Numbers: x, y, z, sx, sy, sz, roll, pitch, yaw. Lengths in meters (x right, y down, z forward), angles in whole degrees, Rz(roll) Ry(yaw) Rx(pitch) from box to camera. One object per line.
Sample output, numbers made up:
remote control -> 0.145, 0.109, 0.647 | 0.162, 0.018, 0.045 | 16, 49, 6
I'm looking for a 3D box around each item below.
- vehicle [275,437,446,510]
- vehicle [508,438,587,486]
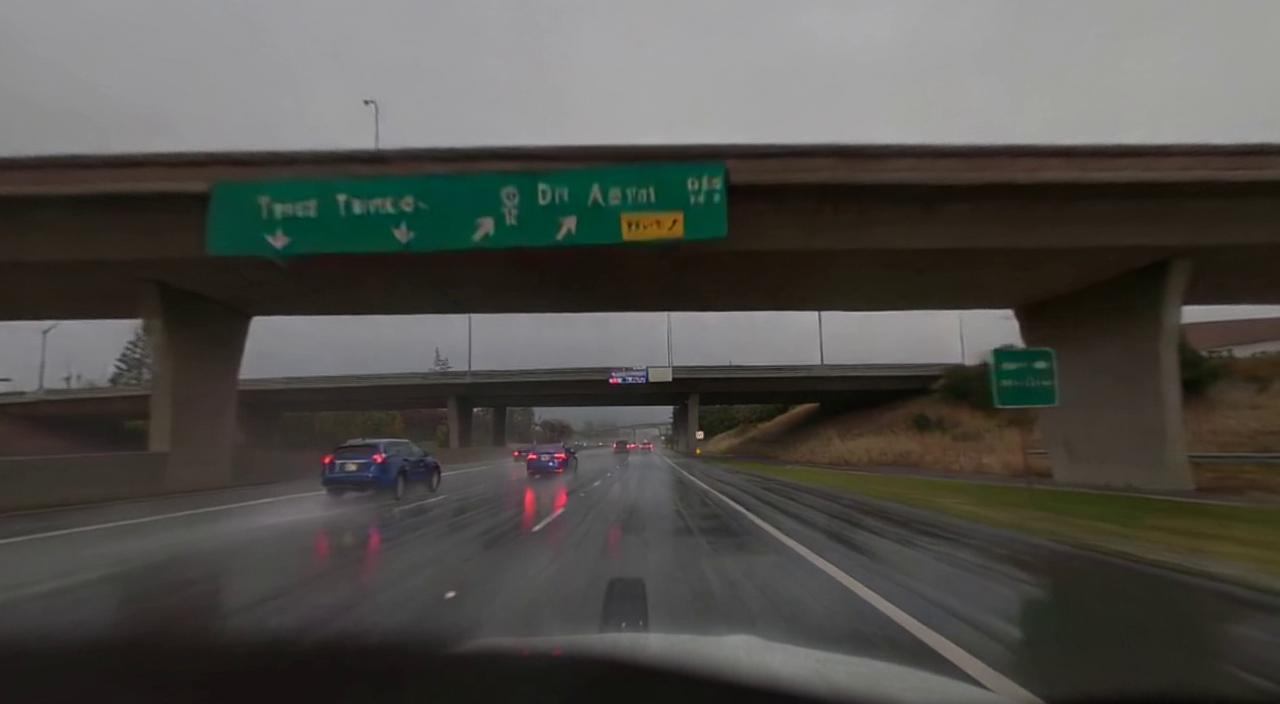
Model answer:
vehicle -> -6.807, 2.993, 16.093 | 2.069, 1.551, 4.830 | 0, -9, 1
vehicle -> -3.336, 4.095, 23.790 | 2.210, 1.628, 4.586 | 0, -9, 1
